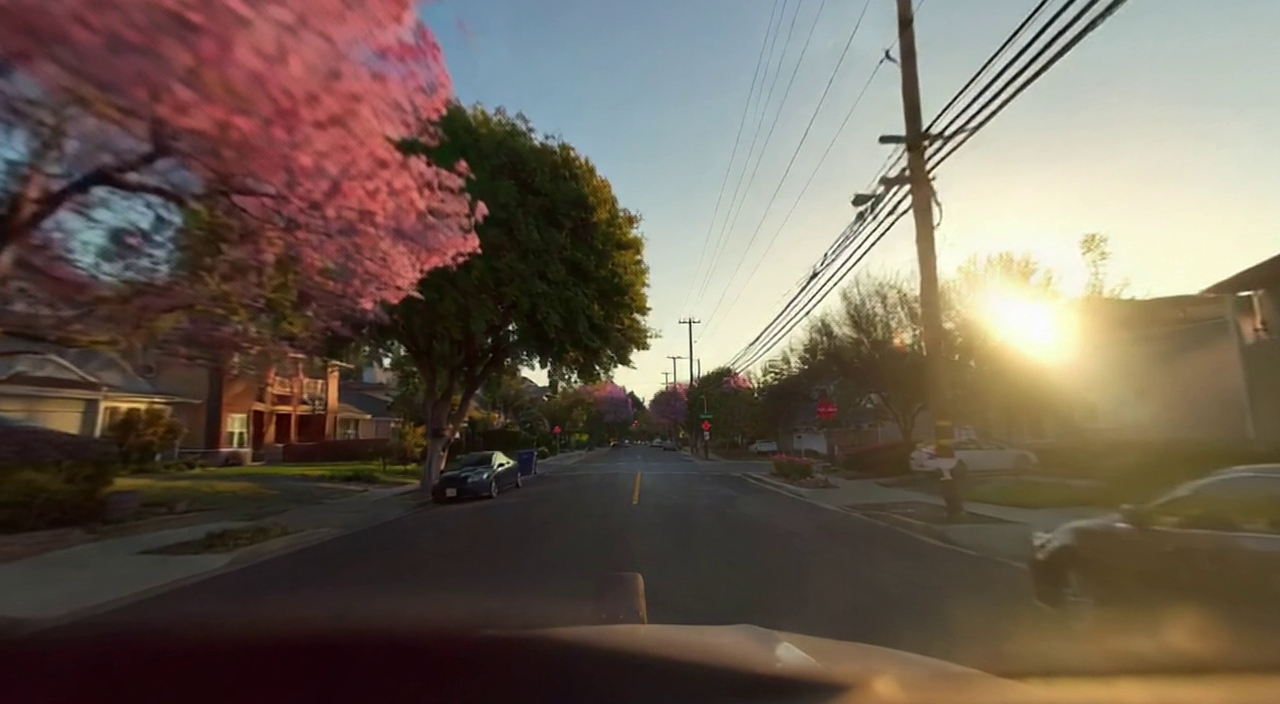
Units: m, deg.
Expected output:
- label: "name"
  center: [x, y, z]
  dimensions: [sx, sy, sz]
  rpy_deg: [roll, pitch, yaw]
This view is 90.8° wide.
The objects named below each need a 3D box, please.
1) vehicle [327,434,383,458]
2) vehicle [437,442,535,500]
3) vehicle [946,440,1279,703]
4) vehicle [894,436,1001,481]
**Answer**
- label: "vehicle"
  center: [-18.991, 6.254, 41.994]
  dimensions: [1.870, 1.492, 4.472]
  rpy_deg: [8, -12, -44]
- label: "vehicle"
  center: [-4.684, 3.650, 19.910]
  dimensions: [1.938, 1.508, 4.481]
  rpy_deg: [0, -7, 0]
- label: "vehicle"
  center: [4.184, 1.259, 3.708]
  dimensions: [2.074, 1.466, 5.046]
  rpy_deg: [0, -8, -3]
- label: "vehicle"
  center: [11.840, 4.107, 24.745]
  dimensions: [1.881, 1.574, 4.670]
  rpy_deg: [0, -8, 1]
